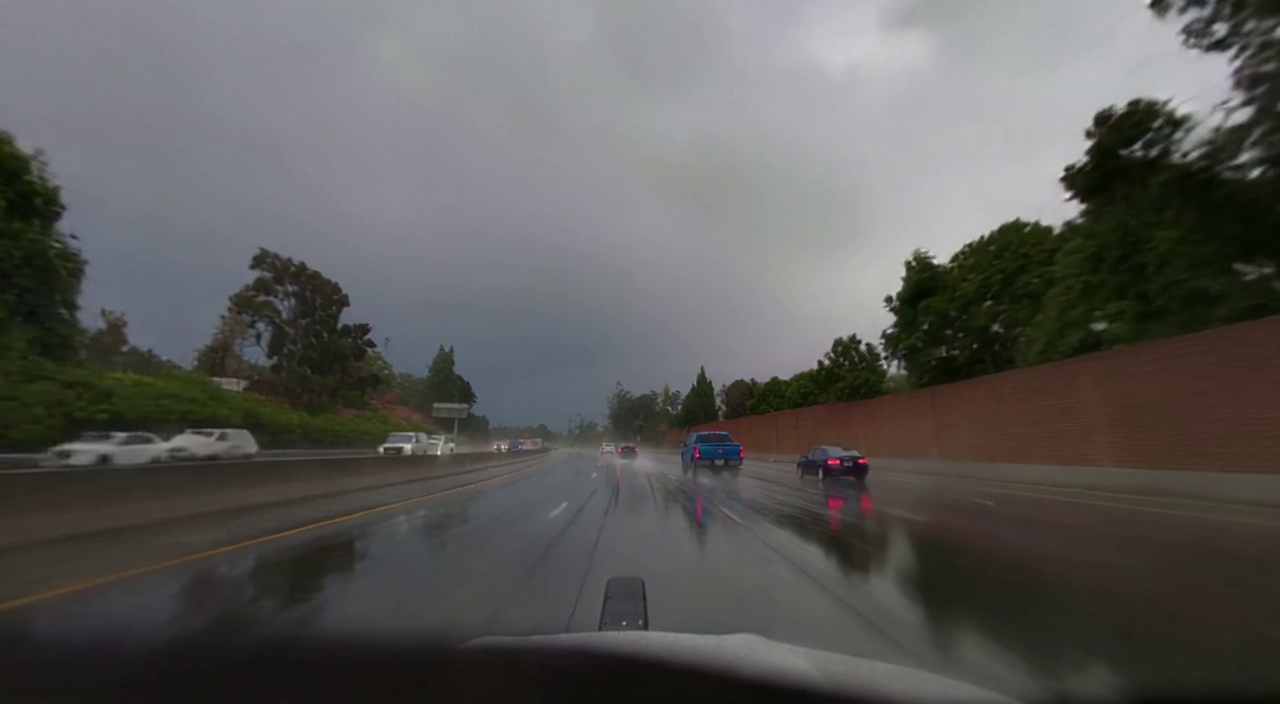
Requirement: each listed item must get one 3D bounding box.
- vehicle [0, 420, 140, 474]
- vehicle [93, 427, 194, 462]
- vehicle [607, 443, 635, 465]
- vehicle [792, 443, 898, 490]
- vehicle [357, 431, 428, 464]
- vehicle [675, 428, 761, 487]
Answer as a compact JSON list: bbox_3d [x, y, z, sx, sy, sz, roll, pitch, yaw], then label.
[{"bbox_3d":[-22.220,3.665,24.354,2.101,1.868,4.631,0,-8,-2],"label":"vehicle"},{"bbox_3d":[-32.599,6.112,41.659,2.194,2.133,5.403,0,-8,1],"label":"vehicle"},{"bbox_3d":[-1.537,7.919,49.115,2.050,1.607,3.821,0,-8,-4],"label":"vehicle"},{"bbox_3d":[7.193,4.058,22.808,1.976,1.485,4.925,0,-8,-3],"label":"vehicle"},{"bbox_3d":[-15.234,5.940,39.297,2.330,1.837,5.815,0,-8,-3],"label":"vehicle"},{"bbox_3d":[2.794,3.983,24.172,2.374,1.952,5.431,0,-8,-2],"label":"vehicle"}]
